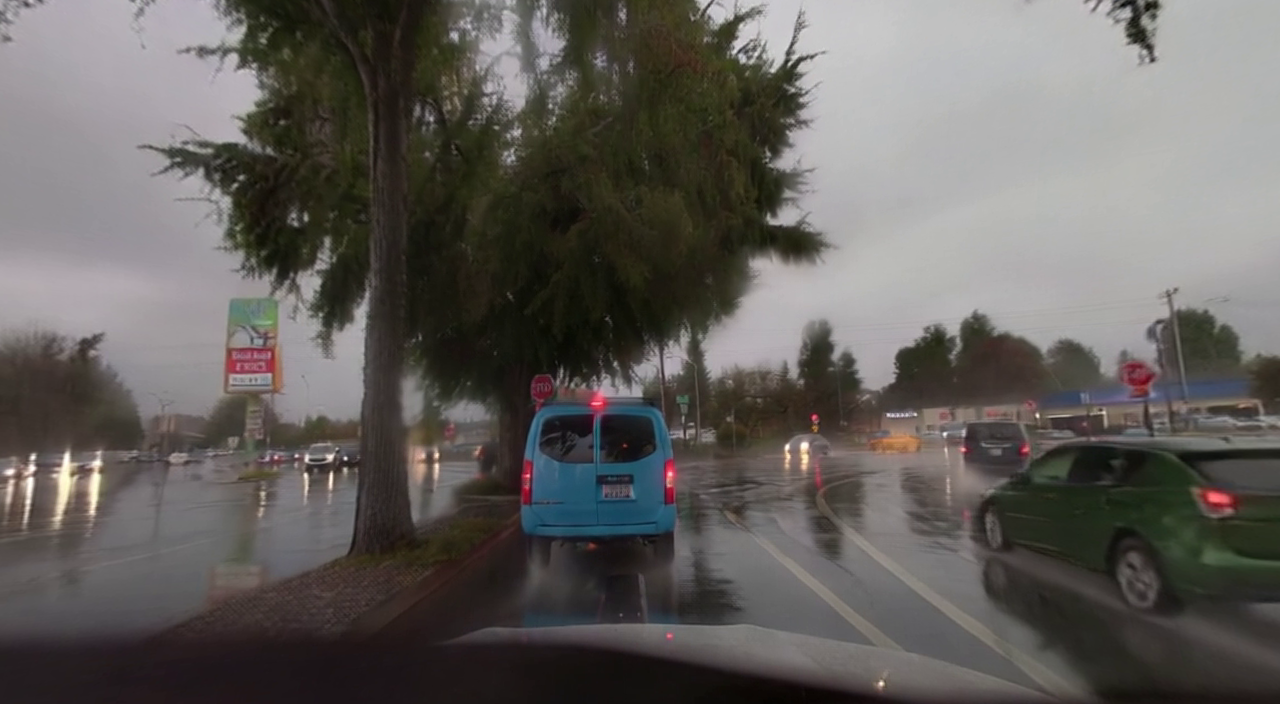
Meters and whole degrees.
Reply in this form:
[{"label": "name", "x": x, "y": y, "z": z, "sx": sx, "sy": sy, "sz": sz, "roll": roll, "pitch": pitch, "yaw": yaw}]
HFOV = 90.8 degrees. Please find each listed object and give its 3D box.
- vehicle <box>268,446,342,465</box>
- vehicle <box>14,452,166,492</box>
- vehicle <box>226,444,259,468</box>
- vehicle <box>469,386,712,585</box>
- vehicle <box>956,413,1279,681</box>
[{"label": "vehicle", "x": -26.303, "y": 8.119, "z": 49.705, "sx": 4.670, "sy": 1.472, "sz": 1.851, "roll": 1, "pitch": -9, "yaw": -8}, {"label": "vehicle", "x": -21.508, "y": 4.660, "z": 24.988, "sx": 2.038, "sy": 1.392, "sz": 4.362, "roll": 0, "pitch": -9, "yaw": 1}, {"label": "vehicle", "x": -30.040, "y": 7.847, "z": 47.798, "sx": 1.913, "sy": 1.682, "sz": 4.120, "roll": 5, "pitch": -10, "yaw": -31}, {"label": "vehicle", "x": -0.387, "y": 1.579, "z": 8.193, "sx": 2.237, "sy": 1.828, "sz": 4.546, "roll": 0, "pitch": -9, "yaw": 2}, {"label": "vehicle", "x": 4.916, "y": 1.432, "z": 5.734, "sx": 2.079, "sy": 1.504, "sz": 4.828, "roll": -1, "pitch": -9, "yaw": 7}]
